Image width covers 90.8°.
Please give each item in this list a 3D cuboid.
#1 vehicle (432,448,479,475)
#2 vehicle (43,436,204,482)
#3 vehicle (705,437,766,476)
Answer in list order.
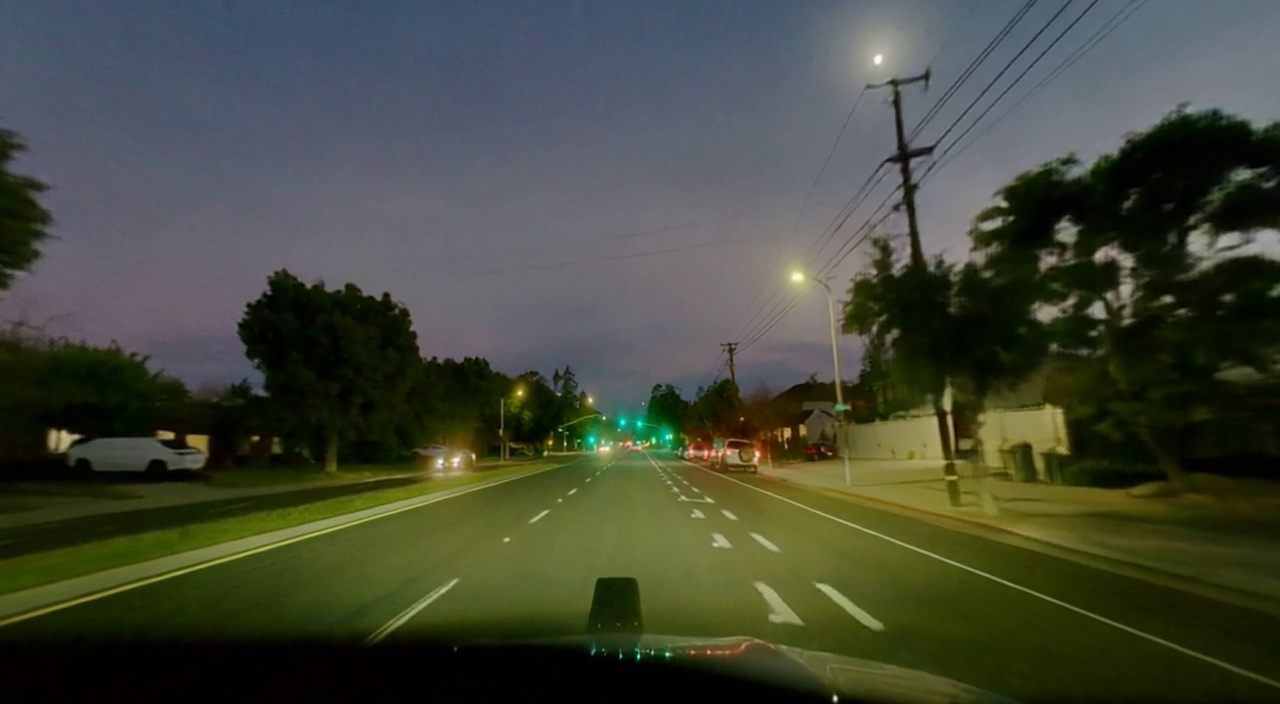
[{"bbox_3d":[-12.419,7.367,42.740,1.939,1.537,4.197,-3,-7,0],"label":"vehicle"},{"bbox_3d":[-21.158,4.388,26.019,4.853,1.754,2.095,-1,-9,3],"label":"vehicle"},{"bbox_3d":[4.657,5.219,31.717,2.180,1.782,4.790,0,-8,-2],"label":"vehicle"}]
